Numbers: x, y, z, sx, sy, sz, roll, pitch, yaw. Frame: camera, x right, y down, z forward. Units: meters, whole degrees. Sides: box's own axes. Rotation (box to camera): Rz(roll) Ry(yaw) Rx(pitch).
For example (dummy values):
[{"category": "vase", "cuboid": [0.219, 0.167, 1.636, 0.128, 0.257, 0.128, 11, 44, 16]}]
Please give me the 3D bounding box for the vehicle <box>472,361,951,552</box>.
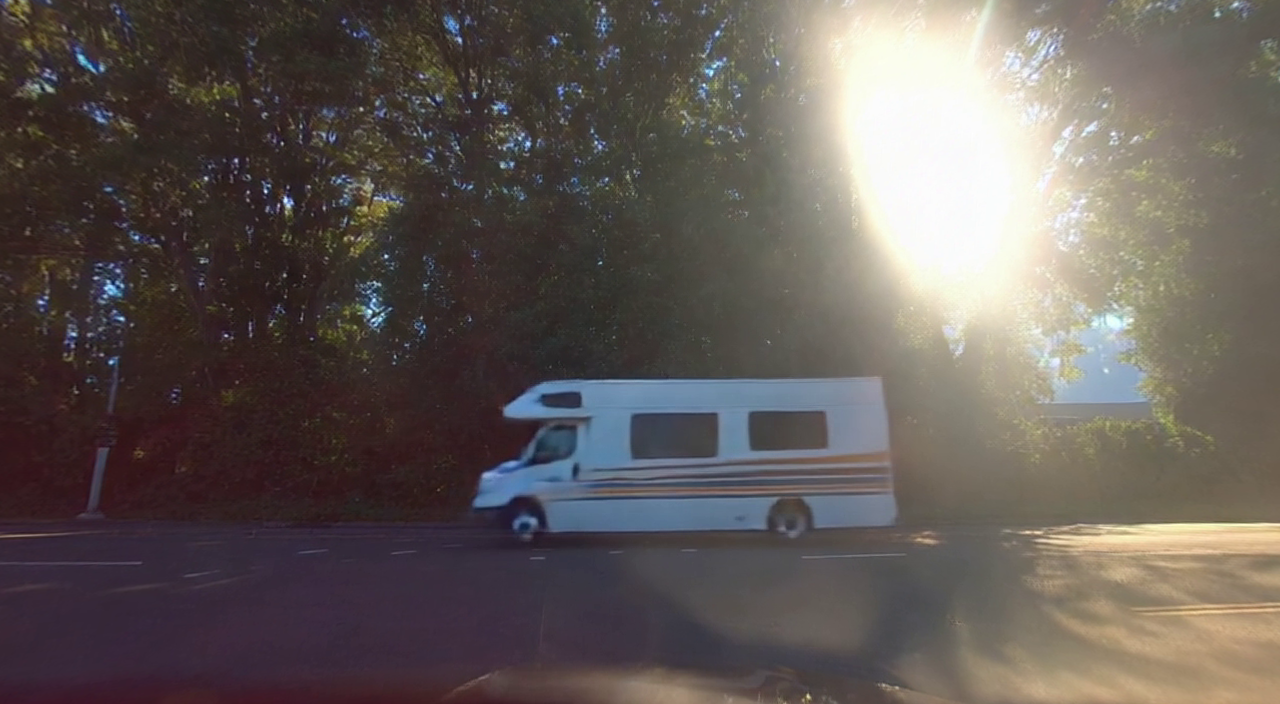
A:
[{"category": "vehicle", "cuboid": [1.217, 1.983, 12.246, 8.152, 3.185, 2.776, 0, -9, -3]}]
